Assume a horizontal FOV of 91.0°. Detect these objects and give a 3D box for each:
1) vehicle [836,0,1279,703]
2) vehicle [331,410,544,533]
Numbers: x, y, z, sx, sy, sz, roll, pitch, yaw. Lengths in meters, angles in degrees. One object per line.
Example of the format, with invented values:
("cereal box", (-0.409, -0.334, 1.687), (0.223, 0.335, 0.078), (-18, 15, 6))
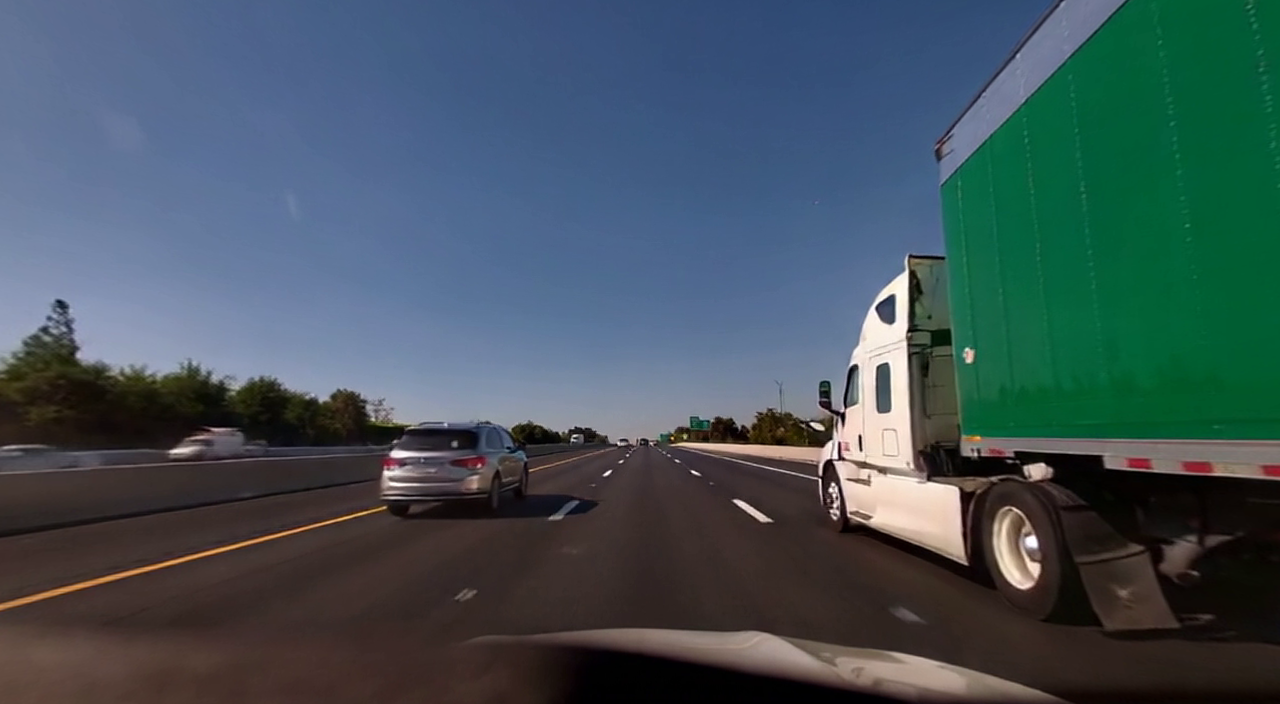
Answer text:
("vehicle", (3.938, -0.529, 0.983), (2.989, 4.067, 13.991), (0, -8, 1))
("vehicle", (-3.199, 2.005, 11.188), (2.189, 1.707, 4.692), (0, -8, 0))
